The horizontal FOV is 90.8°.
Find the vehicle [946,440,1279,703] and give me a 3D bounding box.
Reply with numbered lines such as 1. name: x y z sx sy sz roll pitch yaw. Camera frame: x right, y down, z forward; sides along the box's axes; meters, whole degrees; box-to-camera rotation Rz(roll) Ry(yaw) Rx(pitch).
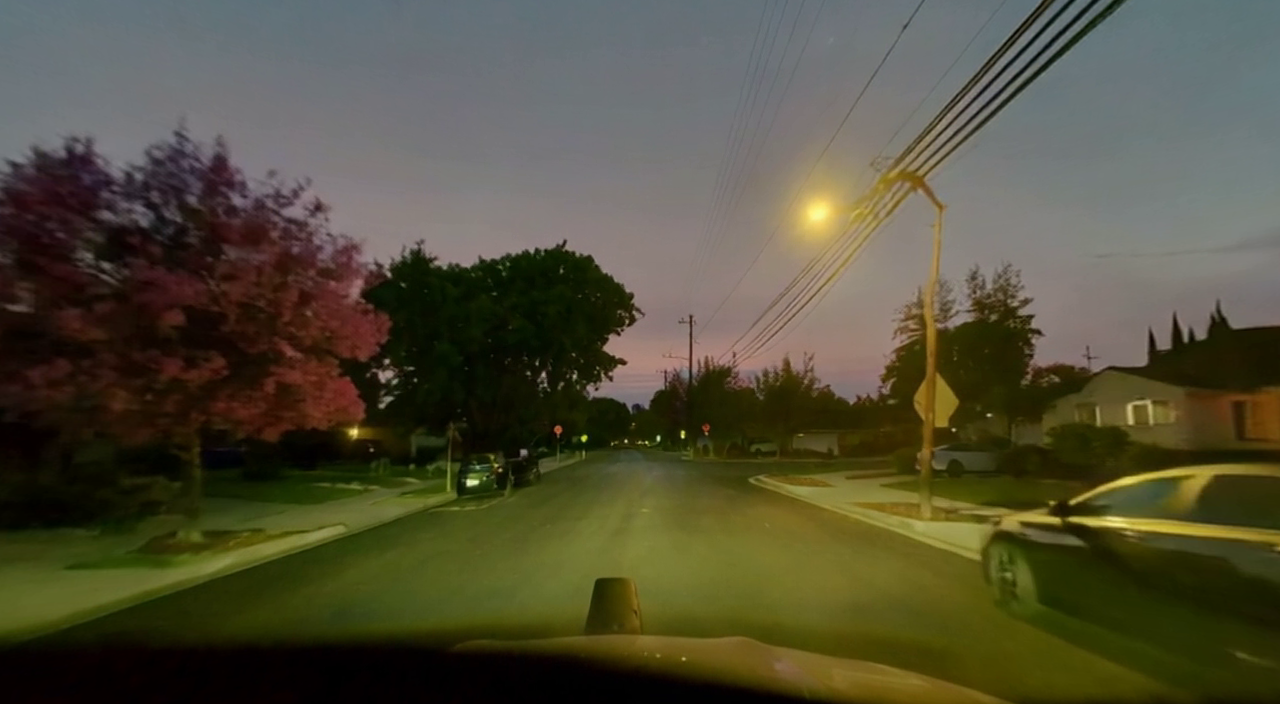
1. vehicle: 4.184 1.259 3.708 2.074 1.466 5.046 0 -8 -3

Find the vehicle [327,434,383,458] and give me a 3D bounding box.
1. vehicle: -18.991 6.254 41.994 1.870 1.492 4.472 8 -12 -44

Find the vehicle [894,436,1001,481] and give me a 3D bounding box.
1. vehicle: 11.840 4.107 24.745 1.881 1.574 4.670 0 -8 1

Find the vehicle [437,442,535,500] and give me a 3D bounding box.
1. vehicle: -4.684 3.650 19.910 1.938 1.508 4.481 0 -7 0
